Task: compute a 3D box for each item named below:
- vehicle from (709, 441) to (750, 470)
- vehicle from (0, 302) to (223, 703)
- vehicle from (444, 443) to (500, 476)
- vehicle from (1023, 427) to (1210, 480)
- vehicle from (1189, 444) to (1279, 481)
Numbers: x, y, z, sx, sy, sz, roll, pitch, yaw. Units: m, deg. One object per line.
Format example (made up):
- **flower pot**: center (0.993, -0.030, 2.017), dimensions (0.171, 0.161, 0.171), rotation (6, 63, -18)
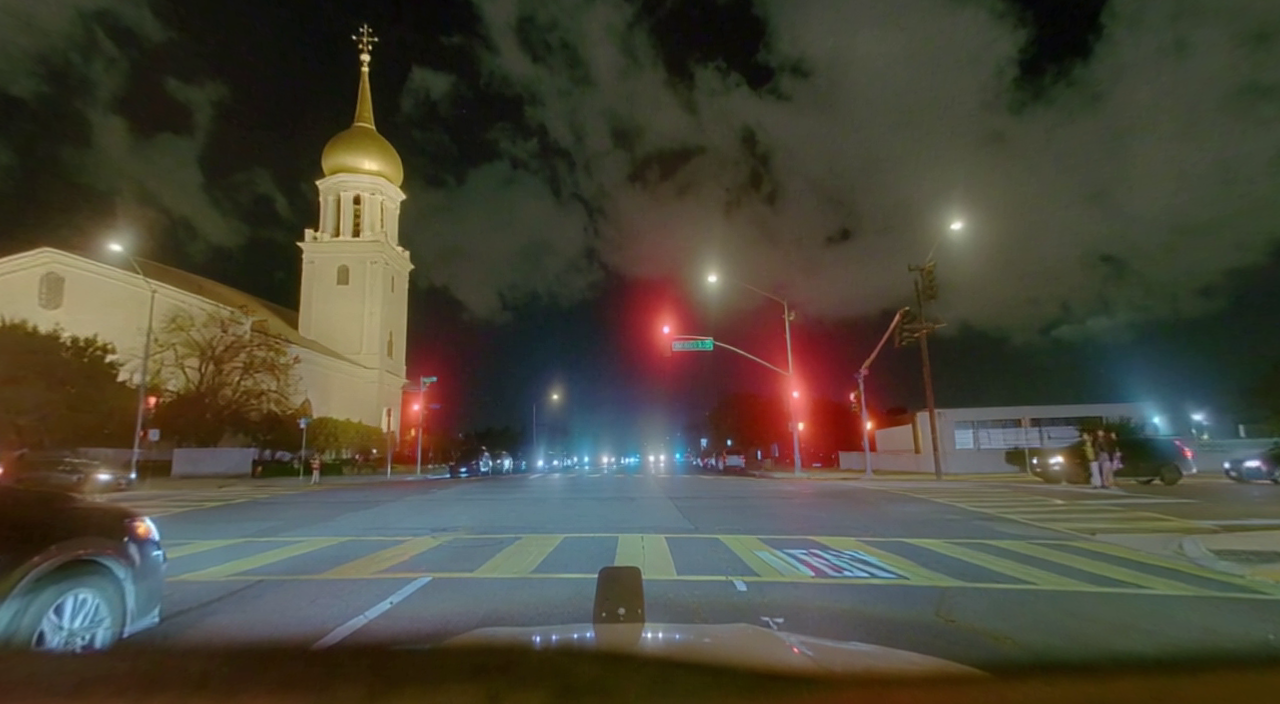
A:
- **vehicle**: center (5.806, 6.794, 41.514), dimensions (1.969, 1.776, 4.329), rotation (0, -8, -2)
- **vehicle**: center (-3.882, 0.575, 1.144), dimensions (2.251, 2.009, 5.688), rotation (0, -8, 1)
- **vehicle**: center (-10.258, 6.581, 38.961), dimensions (2.076, 1.876, 4.669), rotation (0, -8, 1)
- **vehicle**: center (19.860, 4.255, 26.578), dimensions (5.852, 2.057, 2.361), rotation (0, -8, 0)
- **vehicle**: center (26.361, 4.653, 26.676), dimensions (4.561, 1.475, 1.850), rotation (0, -8, 0)
